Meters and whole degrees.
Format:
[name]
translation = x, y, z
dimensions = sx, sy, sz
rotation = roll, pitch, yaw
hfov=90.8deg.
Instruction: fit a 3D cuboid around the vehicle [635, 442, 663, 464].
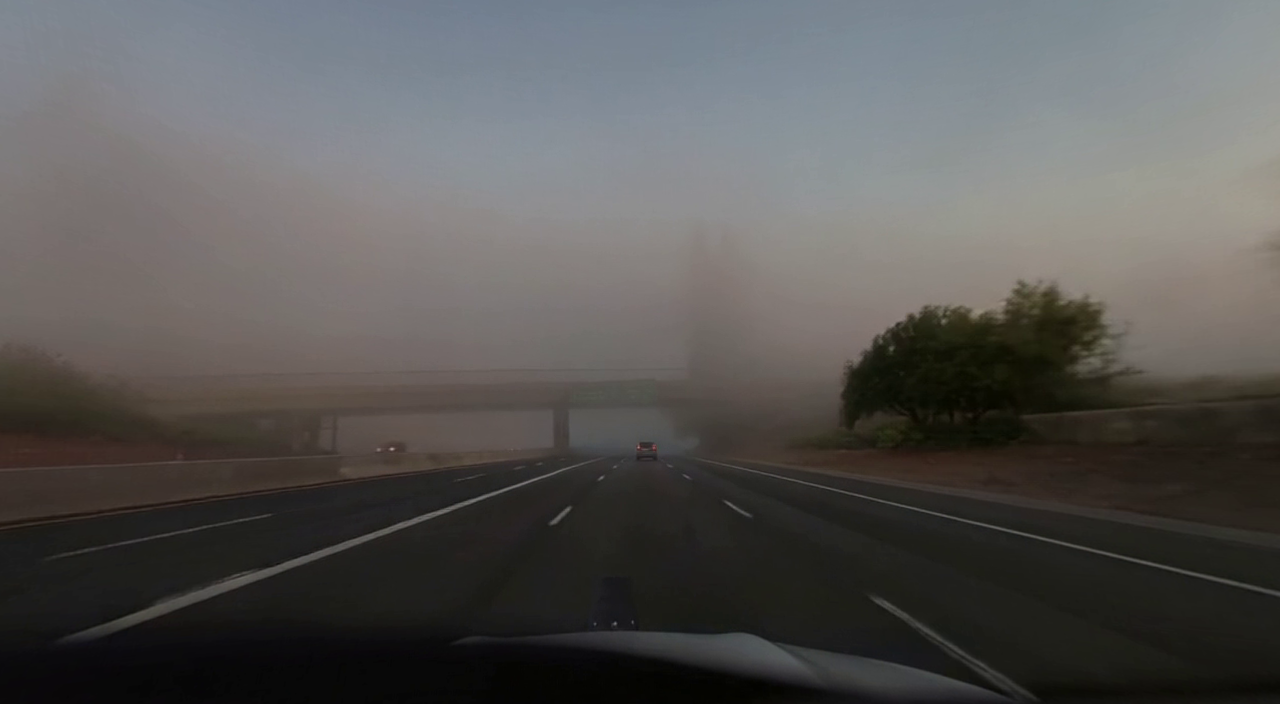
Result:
[vehicle]
translation = 0.622, 7.315, 45.846
dimensions = 1.970, 1.477, 4.158
rotation = 0, -9, 0
